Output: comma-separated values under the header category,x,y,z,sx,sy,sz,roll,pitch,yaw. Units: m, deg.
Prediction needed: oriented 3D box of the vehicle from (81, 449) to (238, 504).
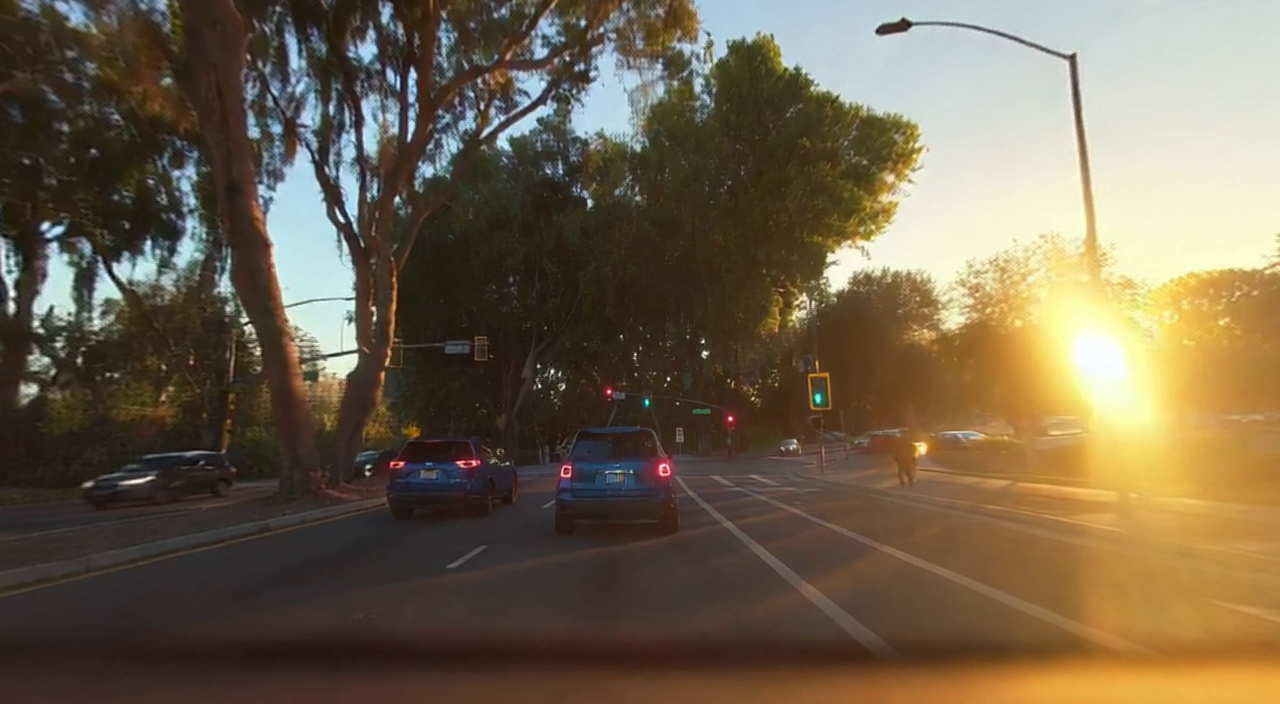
category,x,y,z,sx,sy,sz,roll,pitch,yaw
vehicle,-16.182,4.207,21.641,2.003,1.653,4.388,0,-10,-2

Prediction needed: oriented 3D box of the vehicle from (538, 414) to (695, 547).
category,x,y,z,sx,sy,sz,roll,pitch,yaw
vehicle,-0.308,2.124,11.166,2.131,1.793,5.016,0,-9,0

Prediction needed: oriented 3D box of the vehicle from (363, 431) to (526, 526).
category,x,y,z,sx,sy,sz,roll,pitch,yaw
vehicle,-3.905,2.597,13.556,2.009,1.673,4.454,0,-9,1

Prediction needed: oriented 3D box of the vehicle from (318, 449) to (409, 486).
category,x,y,z,sx,sy,sz,roll,pitch,yaw
vehicle,-12.234,5.098,28.313,1.935,1.488,4.611,0,-9,1
